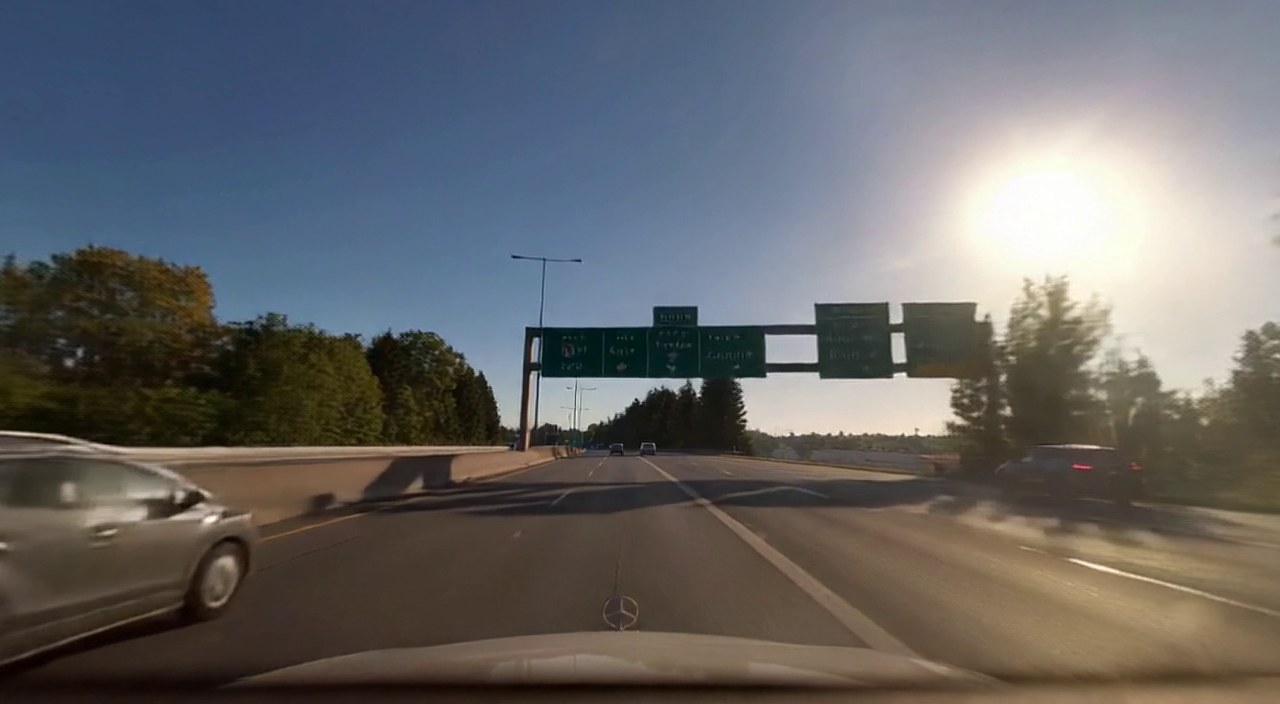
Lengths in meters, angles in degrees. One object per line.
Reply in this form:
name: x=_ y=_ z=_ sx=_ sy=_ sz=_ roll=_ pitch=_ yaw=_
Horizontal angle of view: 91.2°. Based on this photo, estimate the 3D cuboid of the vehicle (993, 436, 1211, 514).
vehicle: x=9.933 y=2.654 z=13.927 sx=1.853 sy=1.463 sz=3.780 roll=0 pitch=-9 yaw=-1

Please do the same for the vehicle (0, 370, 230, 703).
vehicle: x=-3.877 y=0.833 z=2.334 sx=2.071 sy=1.615 sz=3.868 roll=0 pitch=-9 yaw=-1
